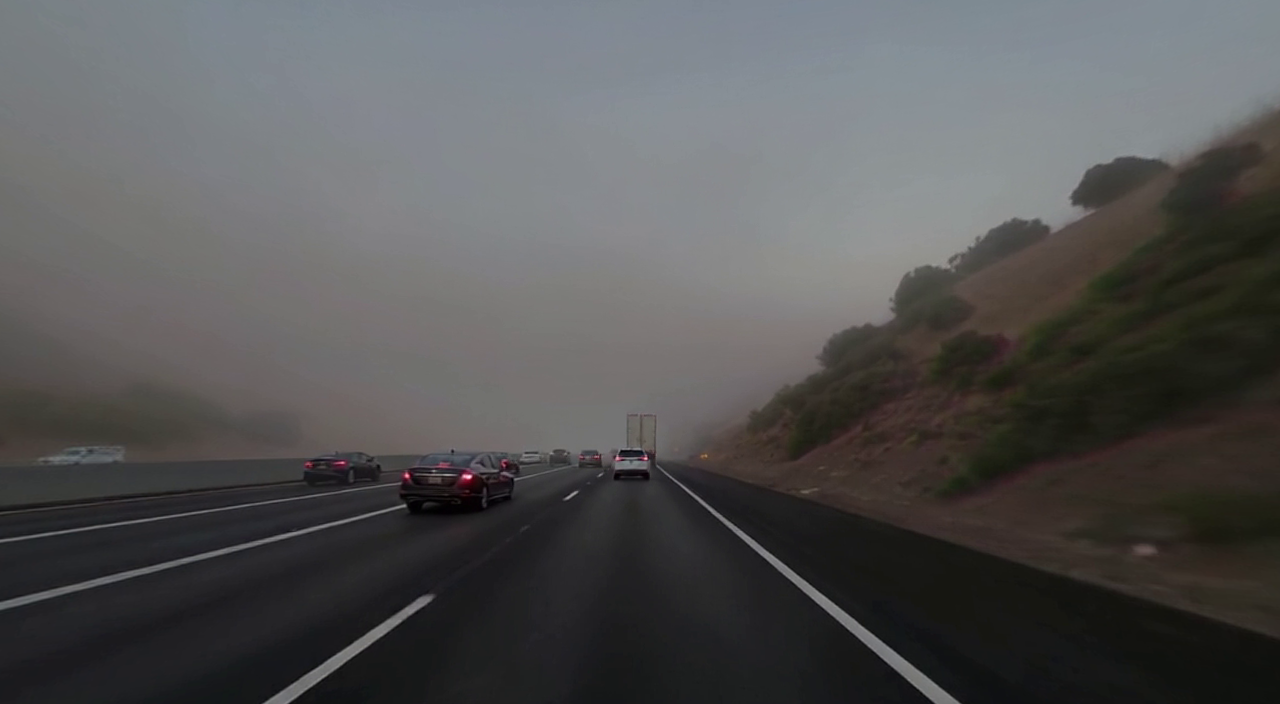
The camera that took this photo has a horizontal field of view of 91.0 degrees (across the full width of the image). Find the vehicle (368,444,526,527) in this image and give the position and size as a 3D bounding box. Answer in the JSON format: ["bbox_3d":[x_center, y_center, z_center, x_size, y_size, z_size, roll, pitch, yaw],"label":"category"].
[{"bbox_3d":[-3.940,2.776,13.795,1.943,1.468,4.547,0,-9,1],"label":"vehicle"}]

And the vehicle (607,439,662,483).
[{"bbox_3d":[-0.226,4.805,28.040,2.281,1.795,4.297,1,-9,0],"label":"vehicle"}]

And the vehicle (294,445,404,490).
[{"bbox_3d":[-10.898,4.321,24.027,1.950,1.507,4.527,0,-9,1],"label":"vehicle"}]

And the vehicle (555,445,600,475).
[{"bbox_3d":[-3.644,6.378,37.462,2.155,1.661,4.477,0,-9,1],"label":"vehicle"}]

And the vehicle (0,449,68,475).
[{"bbox_3d":[-38.504,6.821,39.305,1.747,1.478,4.071,1,-9,0],"label":"vehicle"}]
